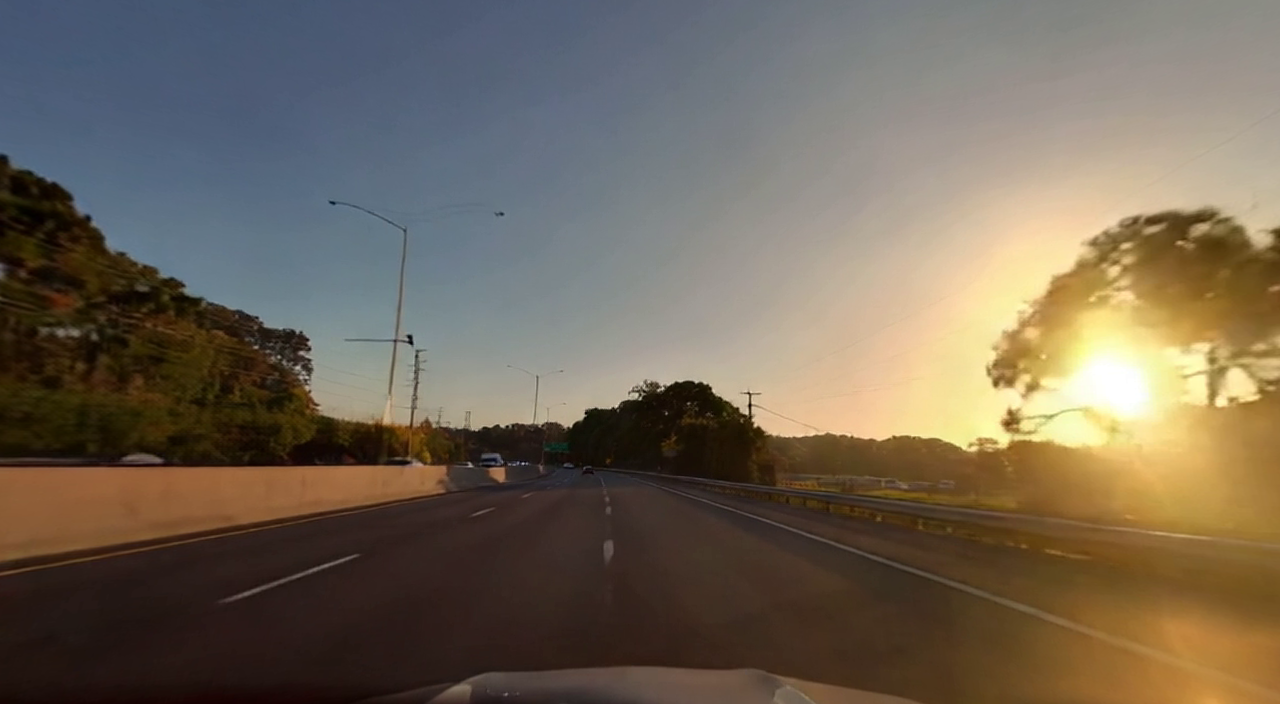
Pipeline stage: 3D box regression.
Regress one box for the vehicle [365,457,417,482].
[{"bbox_3d":[-16.675,7.909,42.432,1.862,1.517,4.515,1,-10,-4],"label":"vehicle"}]
